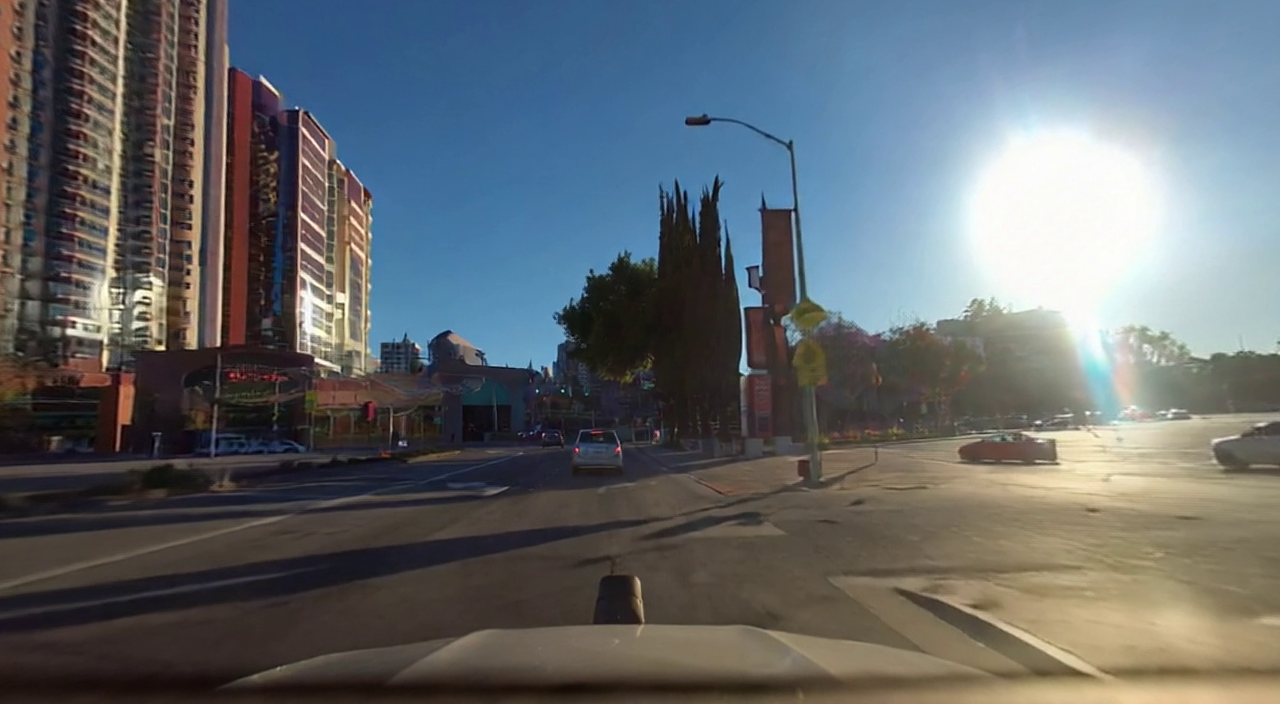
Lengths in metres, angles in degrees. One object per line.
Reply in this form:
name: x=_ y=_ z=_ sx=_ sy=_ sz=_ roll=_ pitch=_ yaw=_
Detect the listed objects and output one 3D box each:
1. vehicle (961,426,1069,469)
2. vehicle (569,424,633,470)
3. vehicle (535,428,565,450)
vehicle: x=18.707 y=4.889 z=31.783 sx=1.932 sy=1.762 sz=4.835 roll=0 pitch=-13 yaw=-8
vehicle: x=-1.501 y=3.621 z=24.162 sx=2.231 sy=1.572 sz=4.227 roll=0 pitch=-8 yaw=-4
vehicle: x=-6.450 y=6.232 z=45.171 sx=2.023 sy=1.485 sz=3.721 roll=1 pitch=-8 yaw=-7
